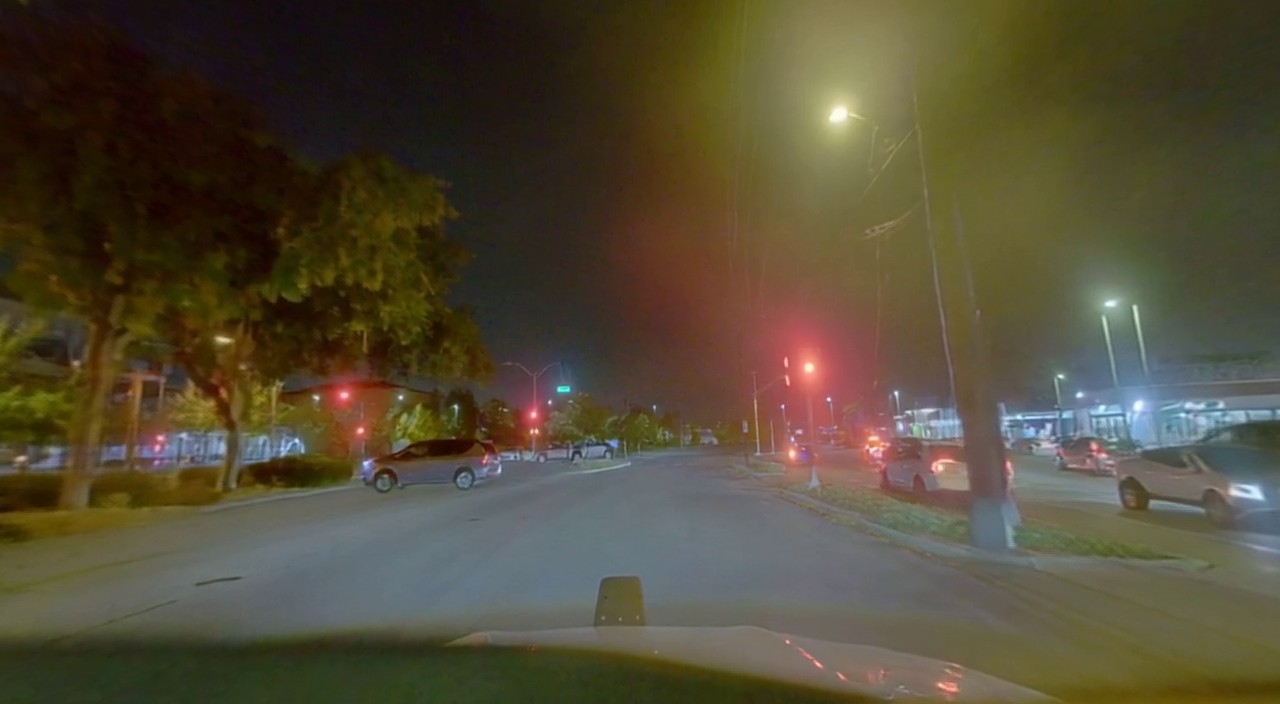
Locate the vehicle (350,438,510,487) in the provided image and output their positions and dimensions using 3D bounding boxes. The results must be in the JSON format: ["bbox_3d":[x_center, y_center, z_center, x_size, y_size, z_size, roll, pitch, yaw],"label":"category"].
[{"bbox_3d":[-6.519,3.461,19.951,4.376,1.476,1.791,0,-8,3],"label":"vehicle"}]

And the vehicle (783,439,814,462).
[{"bbox_3d":[11.455,7.122,45.863,2.061,1.519,4.794,-2,-8,13],"label":"vehicle"}]

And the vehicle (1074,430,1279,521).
[{"bbox_3d":[11.401,2.540,13.604,2.031,1.592,4.470,-3,-9,17],"label":"vehicle"}]

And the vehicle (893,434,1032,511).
[{"bbox_3d":[7.204,2.684,14.640,1.867,1.479,4.452,-2,-9,14],"label":"vehicle"}]

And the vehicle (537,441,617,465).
[{"bbox_3d":[-4.121,6.648,41.624,4.792,1.468,2.116,-2,-9,14],"label":"vehicle"}]

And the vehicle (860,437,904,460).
[{"bbox_3d":[16.764,6.716,43.915,1.951,1.491,4.359,-1,-8,9],"label":"vehicle"}]

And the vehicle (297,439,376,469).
[{"bbox_3d":[-19.673,6.635,41.259,2.082,1.779,4.841,-2,-9,11],"label":"vehicle"}]
